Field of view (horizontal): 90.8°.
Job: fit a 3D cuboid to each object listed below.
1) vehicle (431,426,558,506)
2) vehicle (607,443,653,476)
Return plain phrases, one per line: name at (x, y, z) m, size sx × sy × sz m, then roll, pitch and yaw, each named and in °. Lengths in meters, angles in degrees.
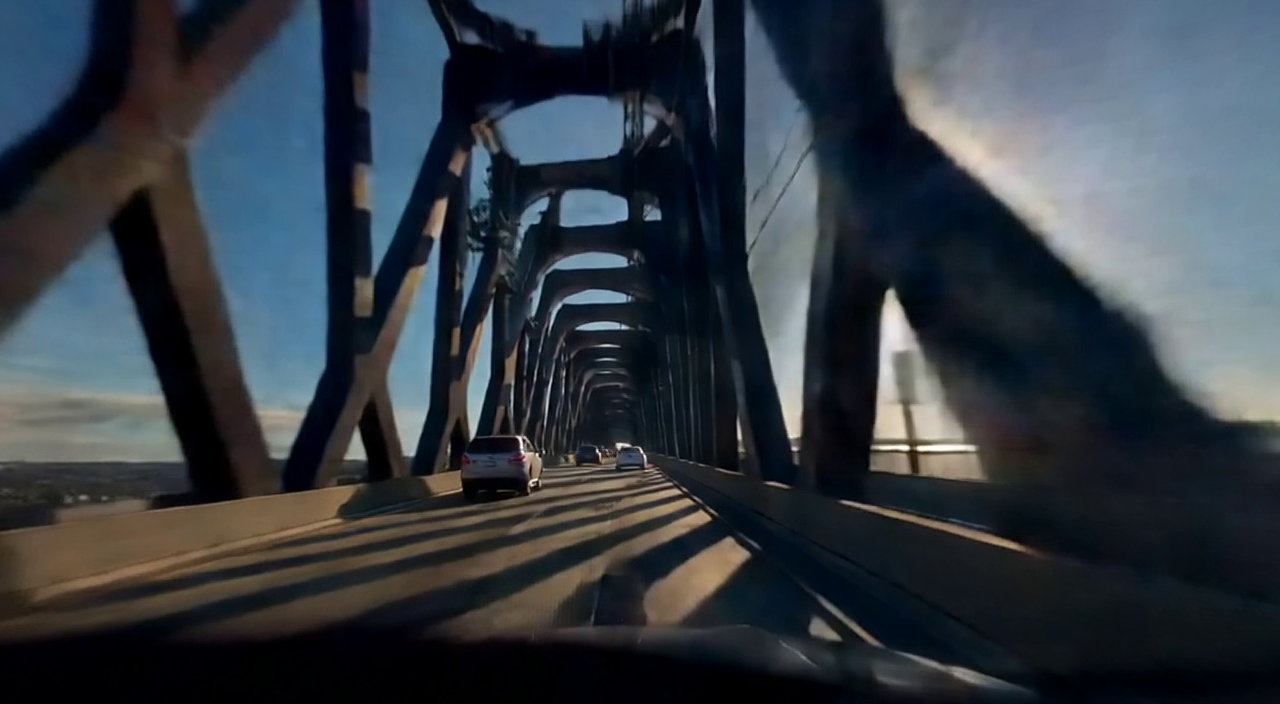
vehicle at (-3.664, 2.995, 16.990) m, size 2.190 × 1.807 × 4.741 m, roll -1°, pitch -9°, yaw 1°
vehicle at (-0.481, 5.124, 30.336) m, size 2.048 × 1.450 × 3.973 m, roll 0°, pitch -9°, yaw -1°
